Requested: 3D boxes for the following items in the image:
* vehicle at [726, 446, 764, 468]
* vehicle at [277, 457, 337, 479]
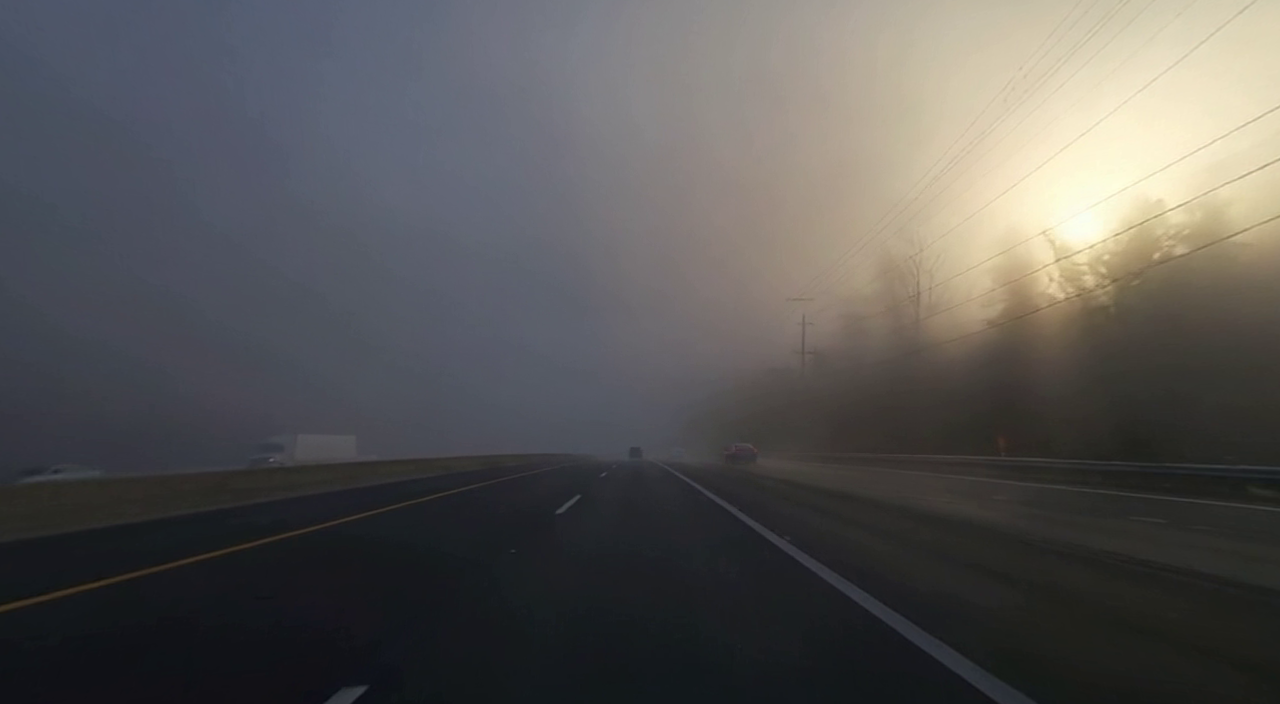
[{"bbox_3d":[7.227,7.258,43.759,1.817,1.440,4.075,0,-9,-2],"label":"vehicle"},{"bbox_3d":[-25.227,8.750,48.002,2.340,1.509,4.076,0,-9,0],"label":"vehicle"}]
